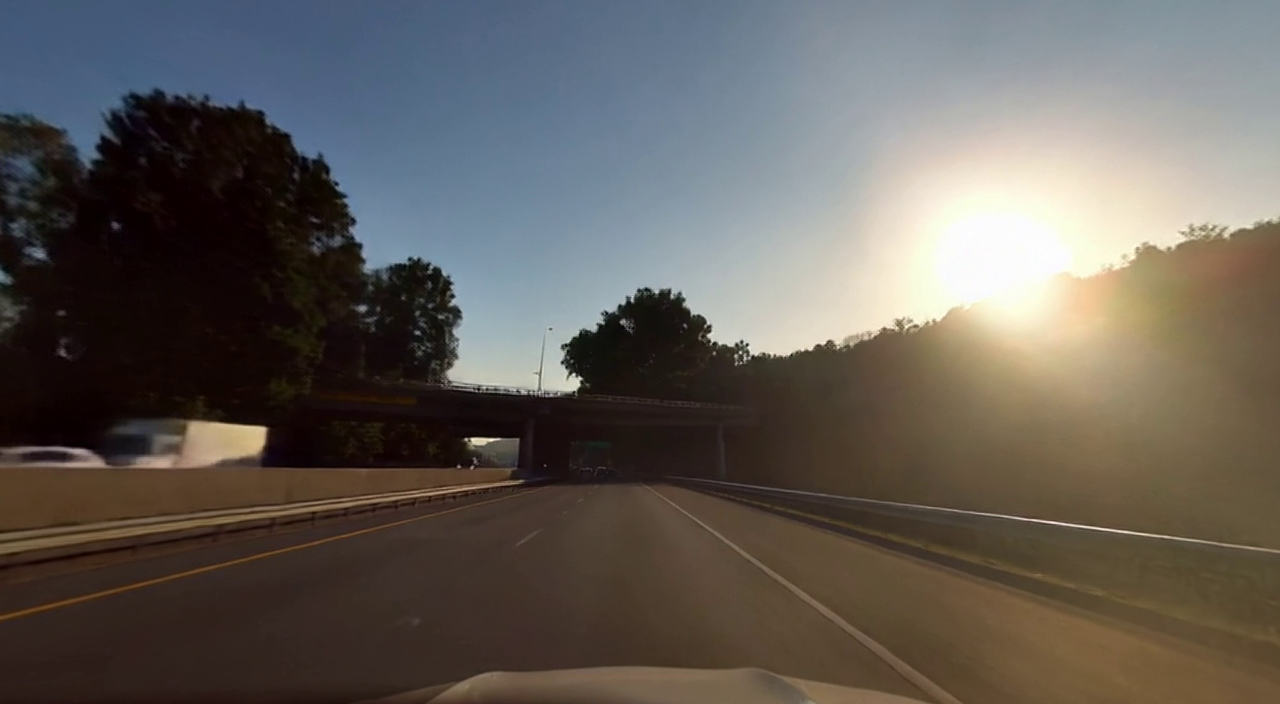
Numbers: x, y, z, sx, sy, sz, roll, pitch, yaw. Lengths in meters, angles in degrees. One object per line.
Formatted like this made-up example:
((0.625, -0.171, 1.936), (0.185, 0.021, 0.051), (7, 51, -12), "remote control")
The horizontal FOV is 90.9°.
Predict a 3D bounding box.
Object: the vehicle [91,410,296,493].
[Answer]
((-17.104, 4.050, 25.015), (2.746, 2.733, 7.386), (1, -11, -1), "vehicle")
